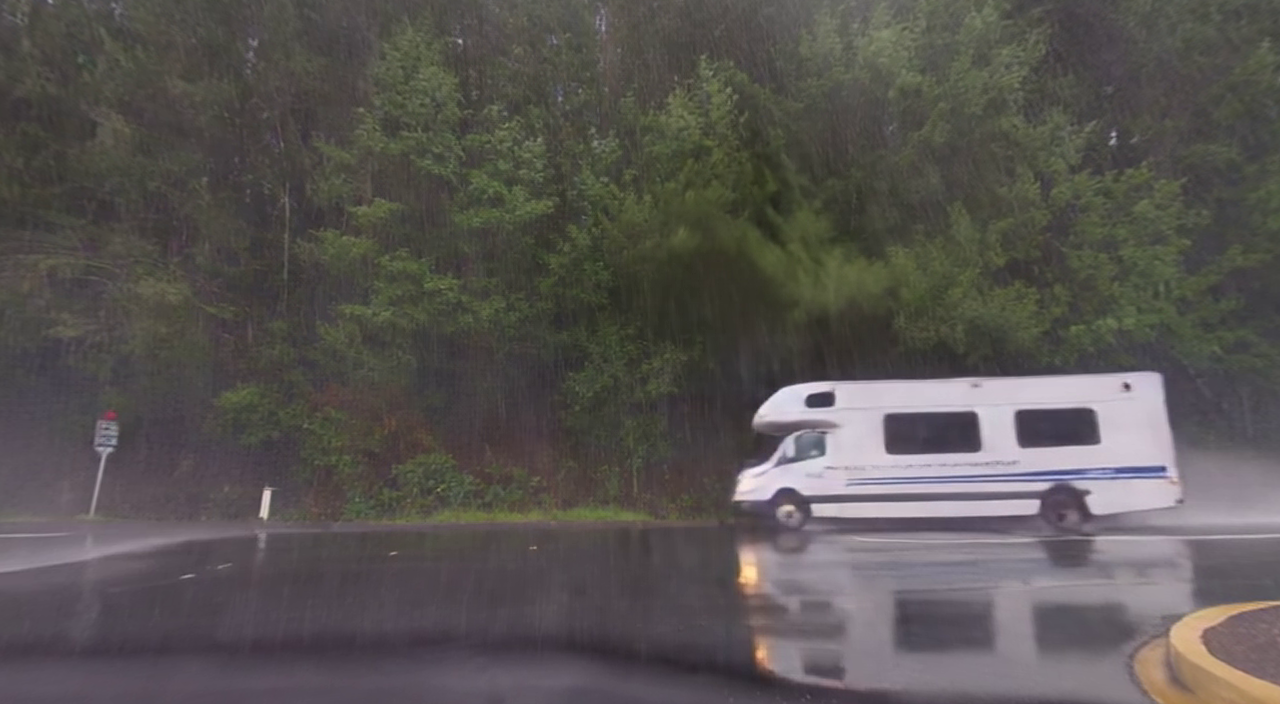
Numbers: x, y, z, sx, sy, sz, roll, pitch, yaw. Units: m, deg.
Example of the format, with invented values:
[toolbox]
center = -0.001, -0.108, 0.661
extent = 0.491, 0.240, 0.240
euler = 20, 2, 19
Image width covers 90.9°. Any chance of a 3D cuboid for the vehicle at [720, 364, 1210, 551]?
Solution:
[vehicle]
center = 5.910, 2.037, 12.506
extent = 8.152, 3.185, 2.776
euler = 0, -9, -3
